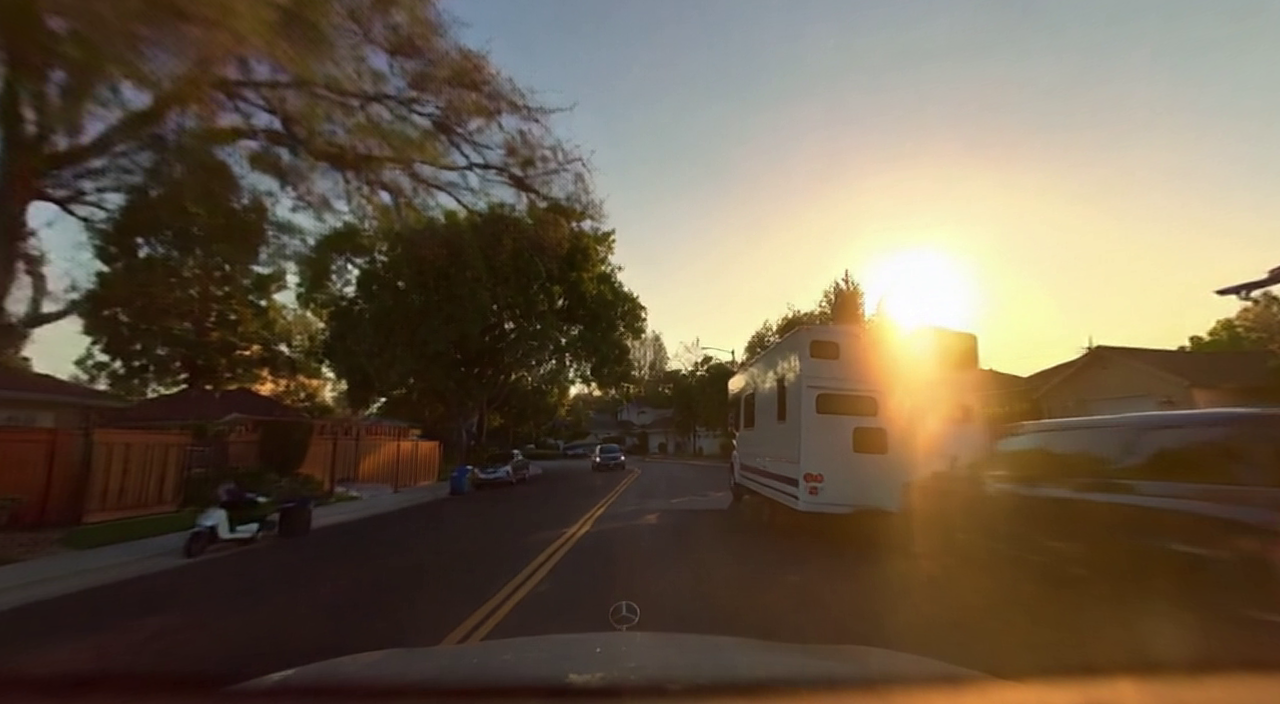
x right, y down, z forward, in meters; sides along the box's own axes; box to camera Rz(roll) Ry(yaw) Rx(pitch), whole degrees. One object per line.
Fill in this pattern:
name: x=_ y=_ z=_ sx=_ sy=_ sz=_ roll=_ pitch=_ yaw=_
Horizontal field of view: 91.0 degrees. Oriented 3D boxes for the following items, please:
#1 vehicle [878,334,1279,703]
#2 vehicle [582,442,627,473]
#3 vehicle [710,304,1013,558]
vehicle: x=3.475 y=1.102 z=4.211 sx=1.980 sy=1.782 sz=4.627 roll=0 pitch=-9 yaw=1
vehicle: x=-2.037 y=6.286 z=37.716 sx=2.194 sy=1.763 sz=4.288 roll=-1 pitch=-9 yaw=3
vehicle: x=3.583 y=1.838 z=14.127 sx=3.052 sy=3.440 sz=11.052 roll=-1 pitch=-8 yaw=2
